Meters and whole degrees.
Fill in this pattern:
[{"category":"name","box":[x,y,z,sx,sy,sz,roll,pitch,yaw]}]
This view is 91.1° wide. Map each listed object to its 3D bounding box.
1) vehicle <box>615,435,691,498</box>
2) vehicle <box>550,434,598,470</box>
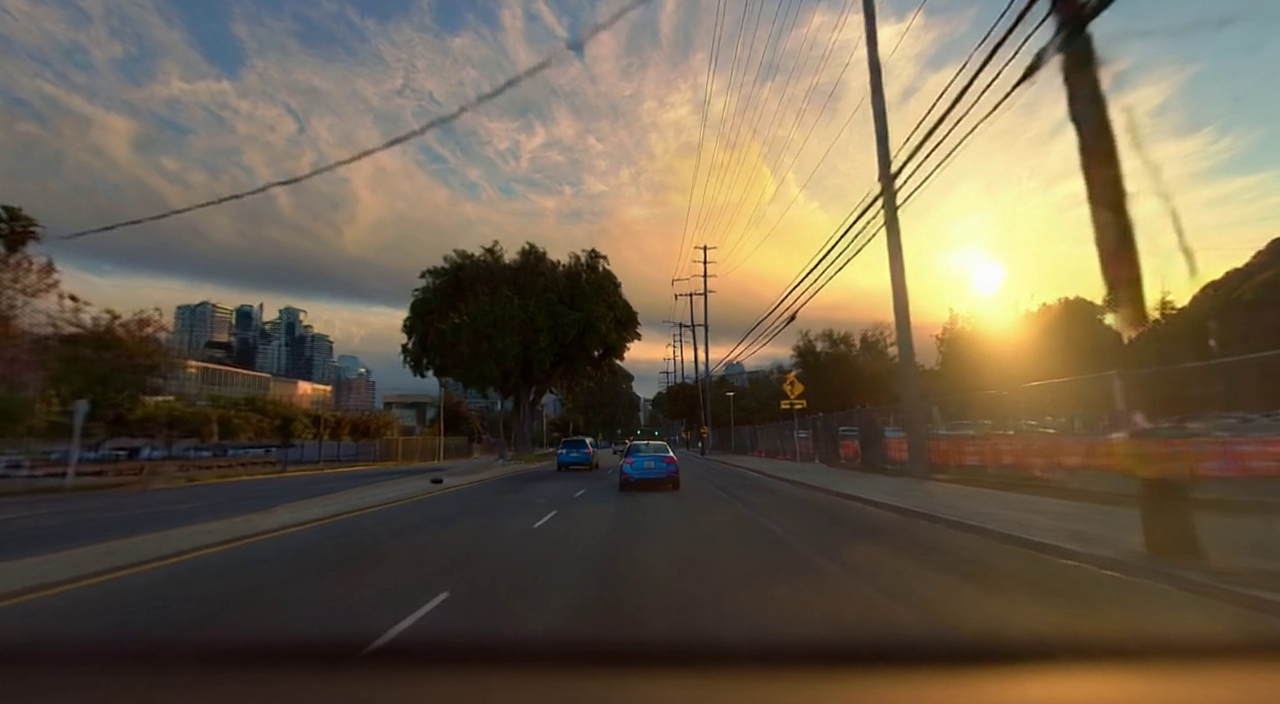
[{"category":"vehicle","box":[0.340,3.430,19.164,2.059,1.691,3.980,0,-8,0]},{"category":"vehicle","box":[-3.519,5.439,34.410,2.078,1.804,4.387,0,-8,1]}]
